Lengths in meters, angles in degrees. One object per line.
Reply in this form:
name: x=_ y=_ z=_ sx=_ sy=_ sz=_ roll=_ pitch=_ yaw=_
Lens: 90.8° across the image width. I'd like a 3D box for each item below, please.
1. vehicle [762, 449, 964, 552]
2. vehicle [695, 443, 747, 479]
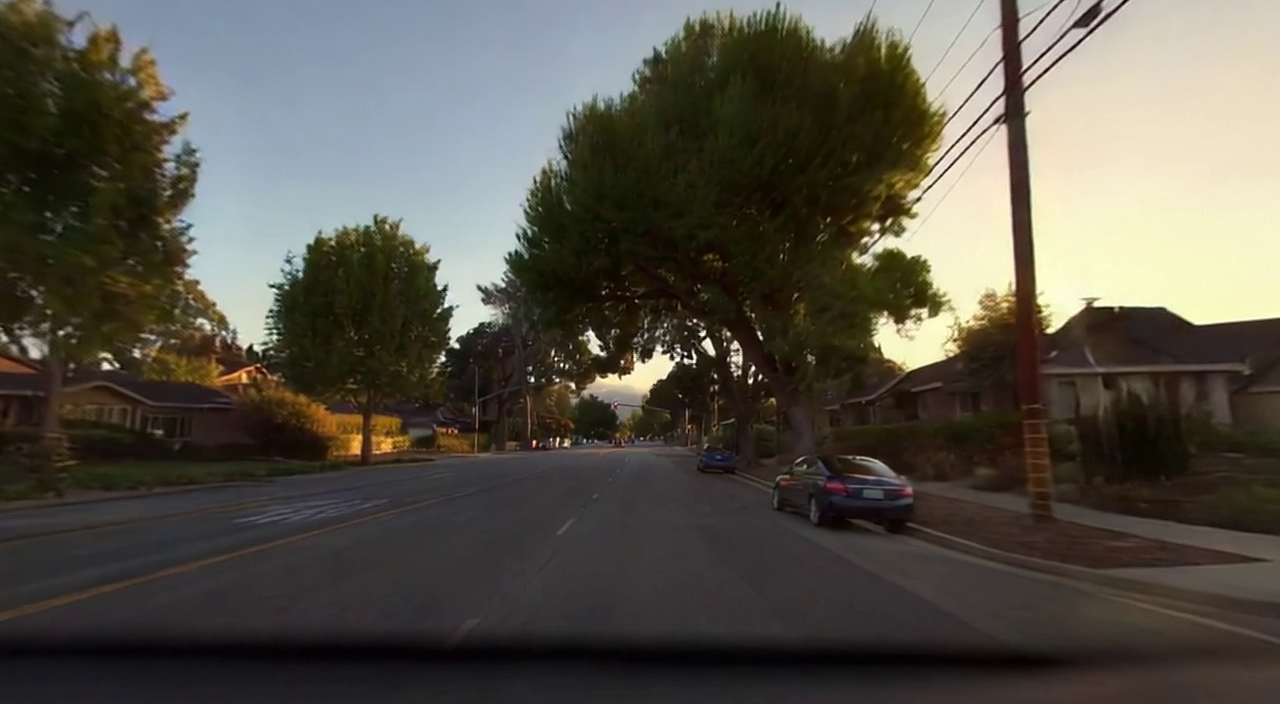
vehicle: x=3.817 y=2.597 z=11.880 sx=2.031 sy=1.500 sz=4.590 roll=0 pitch=-8 yaw=-1
vehicle: x=4.086 y=5.560 z=32.648 sx=2.020 sy=1.690 sz=4.621 roll=0 pitch=-8 yaw=-1
